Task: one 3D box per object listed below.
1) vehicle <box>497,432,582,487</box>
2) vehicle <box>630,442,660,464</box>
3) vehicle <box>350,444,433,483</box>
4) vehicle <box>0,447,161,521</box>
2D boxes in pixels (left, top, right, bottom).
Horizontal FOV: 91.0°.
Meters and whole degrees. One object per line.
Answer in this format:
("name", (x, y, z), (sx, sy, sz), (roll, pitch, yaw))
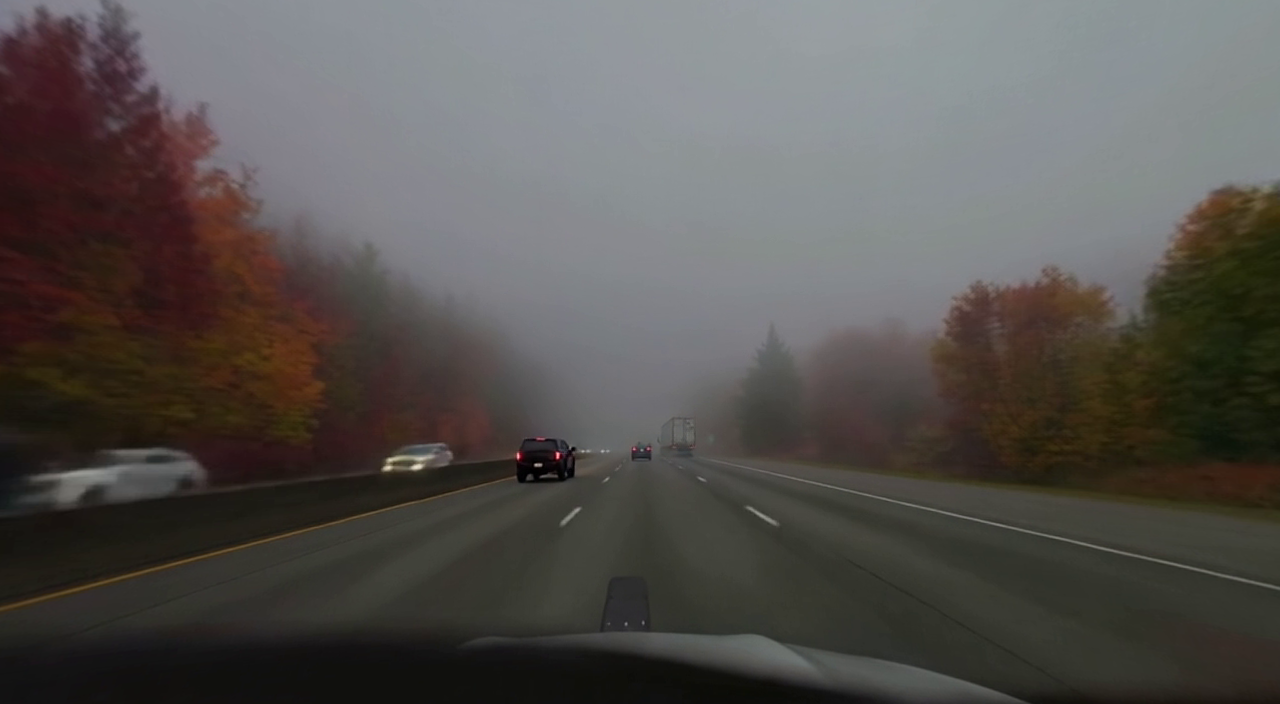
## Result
("vehicle", (-3.339, 3.679, 21.870), (2.077, 1.669, 4.739), (0, -8, 1))
("vehicle", (0.372, 7.399, 46.256), (2.152, 1.484, 4.211), (0, -8, 1))
("vehicle", (-10.279, 4.608, 26.316), (1.854, 1.476, 3.864), (0, -8, 1))
("vehicle", (-14.273, 3.090, 15.349), (1.843, 1.525, 4.112), (0, -8, 1))
